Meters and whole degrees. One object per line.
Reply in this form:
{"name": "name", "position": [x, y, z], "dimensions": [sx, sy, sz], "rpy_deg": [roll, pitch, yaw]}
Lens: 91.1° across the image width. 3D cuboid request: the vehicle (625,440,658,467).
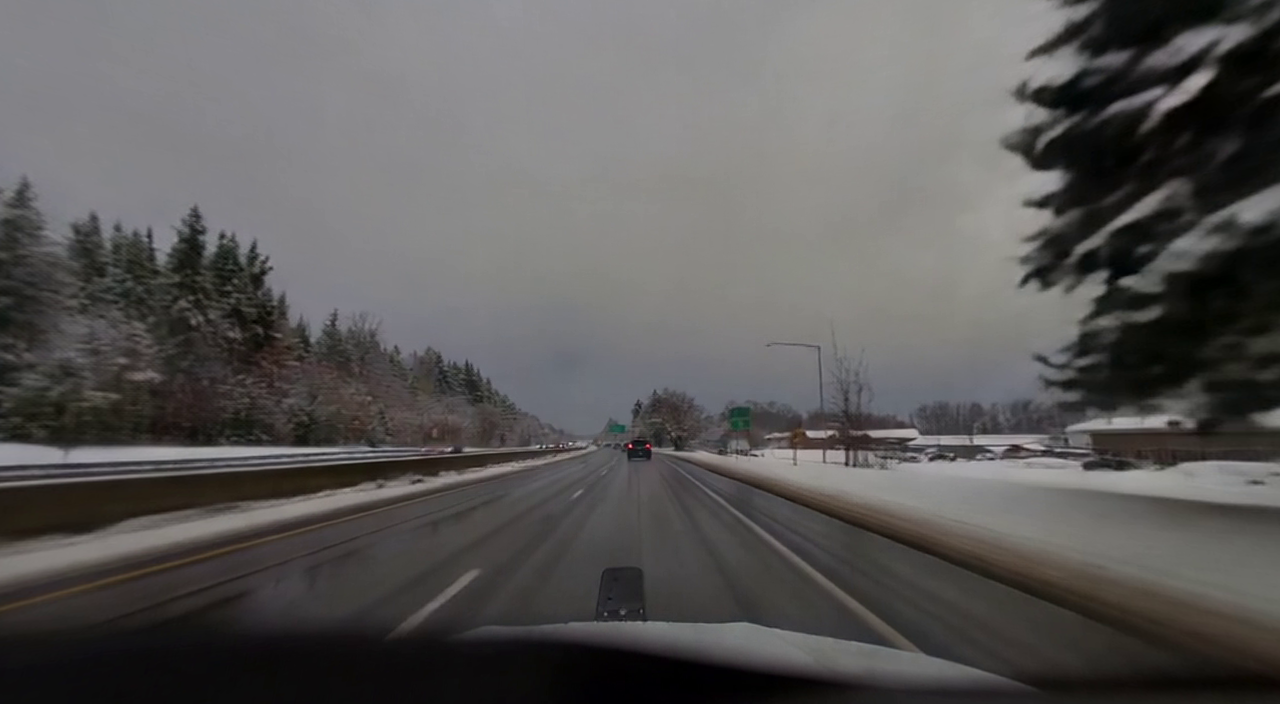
{"name": "vehicle", "position": [0.033, 6.572, 40.810], "dimensions": [2.029, 1.666, 4.064], "rpy_deg": [0, -8, -1]}
